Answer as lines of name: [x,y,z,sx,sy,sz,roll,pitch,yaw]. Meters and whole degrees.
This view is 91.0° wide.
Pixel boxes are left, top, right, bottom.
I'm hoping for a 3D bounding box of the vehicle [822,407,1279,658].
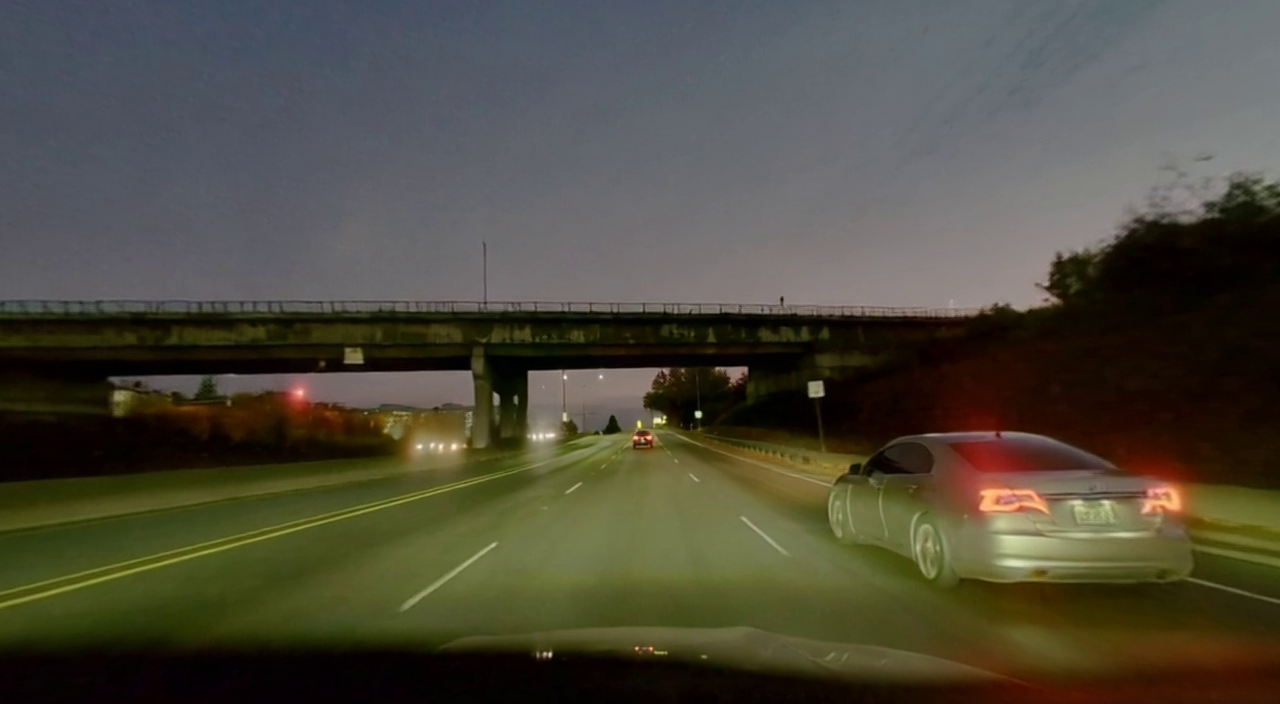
vehicle: [3.486,1.461,6.196,2.063,1.542,4.420,0,-9,0]
